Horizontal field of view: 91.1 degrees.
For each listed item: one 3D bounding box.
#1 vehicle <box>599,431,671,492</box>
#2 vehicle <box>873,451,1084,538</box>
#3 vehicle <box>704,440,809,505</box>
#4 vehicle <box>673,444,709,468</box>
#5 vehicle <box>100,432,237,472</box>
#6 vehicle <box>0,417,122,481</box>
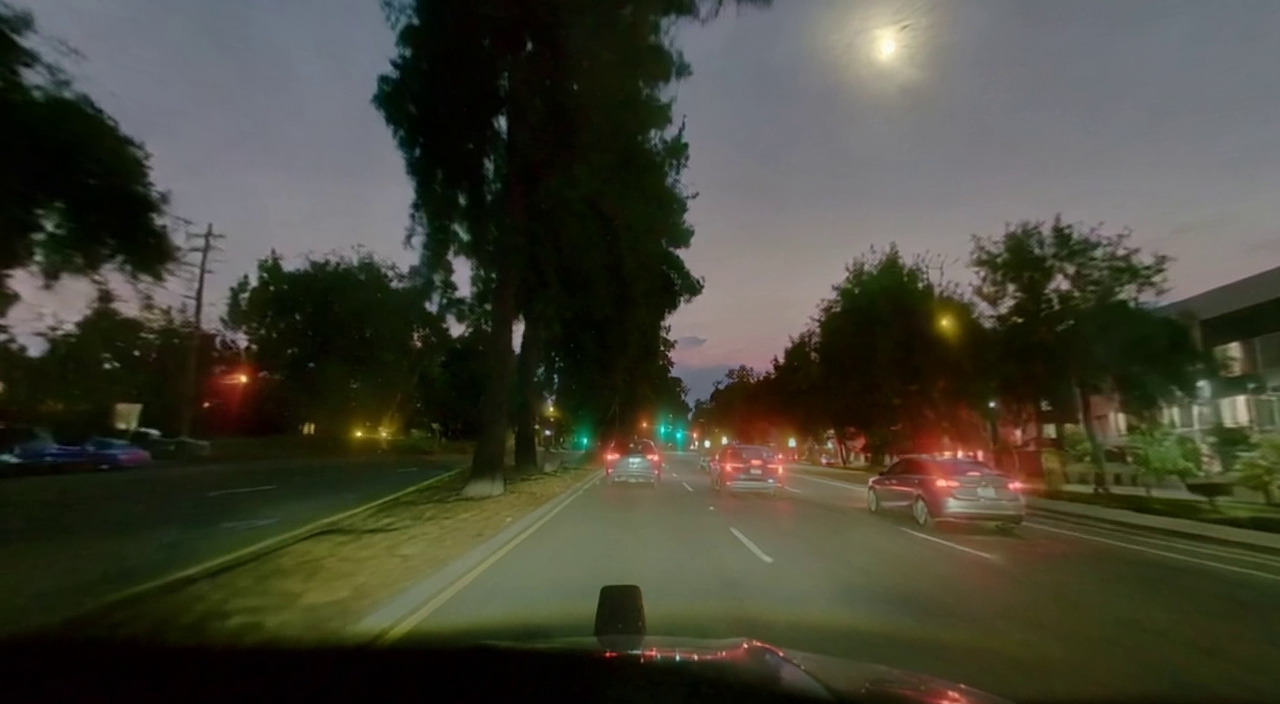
[{"bbox_3d":[-0.146,3.388,19.726,2.008,1.674,4.239,0,-8,0],"label":"vehicle"},{"bbox_3d":[6.708,2.825,13.120,1.944,1.458,4.268,0,-8,-1],"label":"vehicle"},{"bbox_3d":[2.960,3.162,16.913,1.932,1.510,4.168,0,-8,-1],"label":"vehicle"},{"bbox_3d":[3.363,6.938,42.070,2.012,1.462,4.163,0,-8,-1],"label":"vehicle"},{"bbox_3d":[-18.950,4.043,25.600,1.851,1.477,4.891,0,-8,-1],"label":"vehicle"},{"bbox_3d":[-19.089,2.993,19.399,1.903,1.768,4.985,0,-8,0],"label":"vehicle"}]
